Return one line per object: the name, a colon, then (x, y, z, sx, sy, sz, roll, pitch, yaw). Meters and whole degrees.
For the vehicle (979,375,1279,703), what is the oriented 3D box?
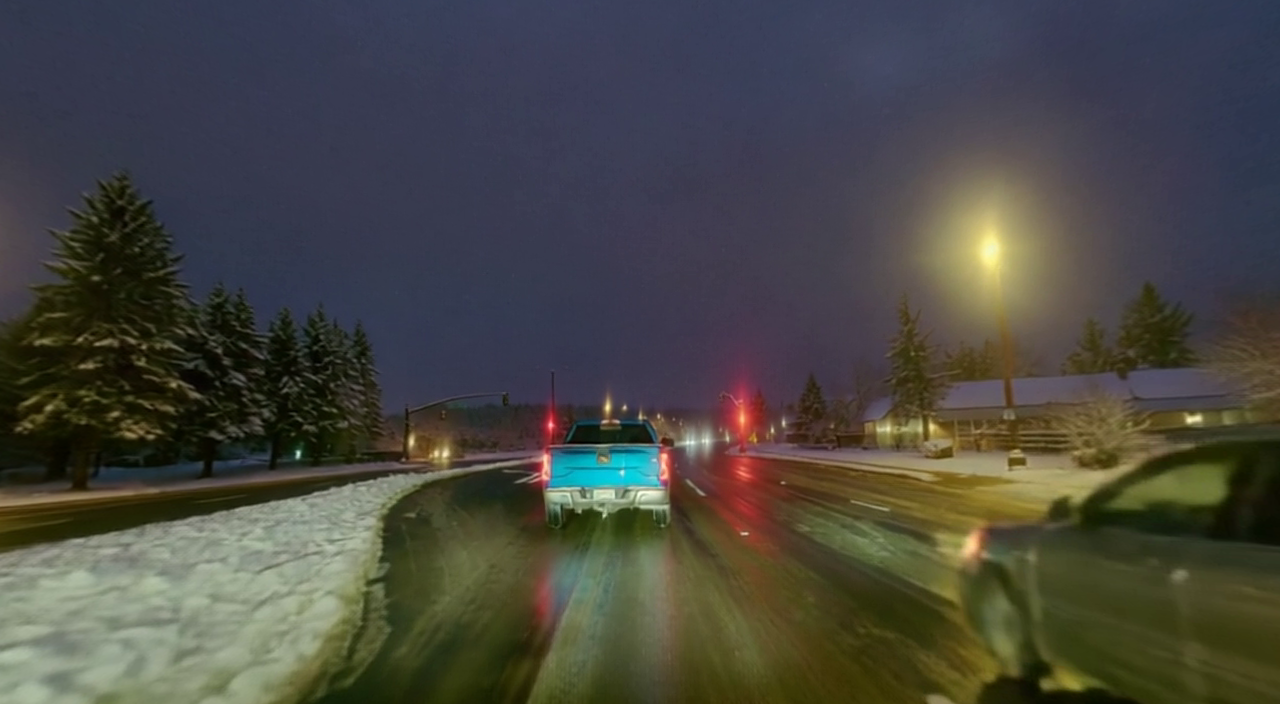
vehicle: (2.927, 0.722, 1.192, 2.073, 1.484, 4.437, 0, -8, -1)

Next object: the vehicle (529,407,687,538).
vehicle: (-0.470, 1.963, 11.036, 2.145, 1.762, 4.731, 0, -8, -1)
